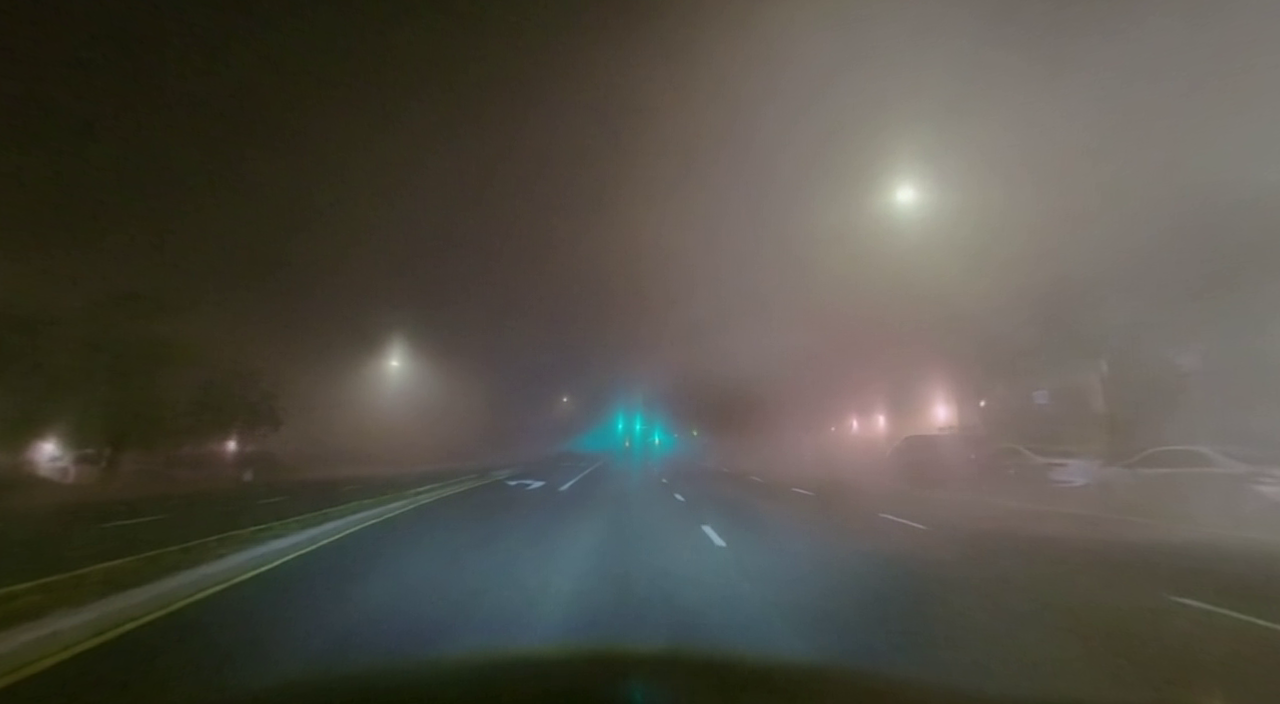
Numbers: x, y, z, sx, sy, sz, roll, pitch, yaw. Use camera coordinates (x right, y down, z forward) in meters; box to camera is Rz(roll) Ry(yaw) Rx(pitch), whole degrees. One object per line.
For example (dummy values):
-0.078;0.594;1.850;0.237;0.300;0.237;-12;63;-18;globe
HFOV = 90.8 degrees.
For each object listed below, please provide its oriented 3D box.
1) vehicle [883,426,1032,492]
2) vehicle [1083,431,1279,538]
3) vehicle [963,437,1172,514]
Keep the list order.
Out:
9.945;3.397;20.366;2.092;1.848;4.879;0;-9;-2;vehicle
10.281;2.206;11.017;1.931;1.565;4.043;0;-9;-4;vehicle
9.985;2.907;15.302;1.780;1.491;4.433;-2;-9;-2;vehicle
